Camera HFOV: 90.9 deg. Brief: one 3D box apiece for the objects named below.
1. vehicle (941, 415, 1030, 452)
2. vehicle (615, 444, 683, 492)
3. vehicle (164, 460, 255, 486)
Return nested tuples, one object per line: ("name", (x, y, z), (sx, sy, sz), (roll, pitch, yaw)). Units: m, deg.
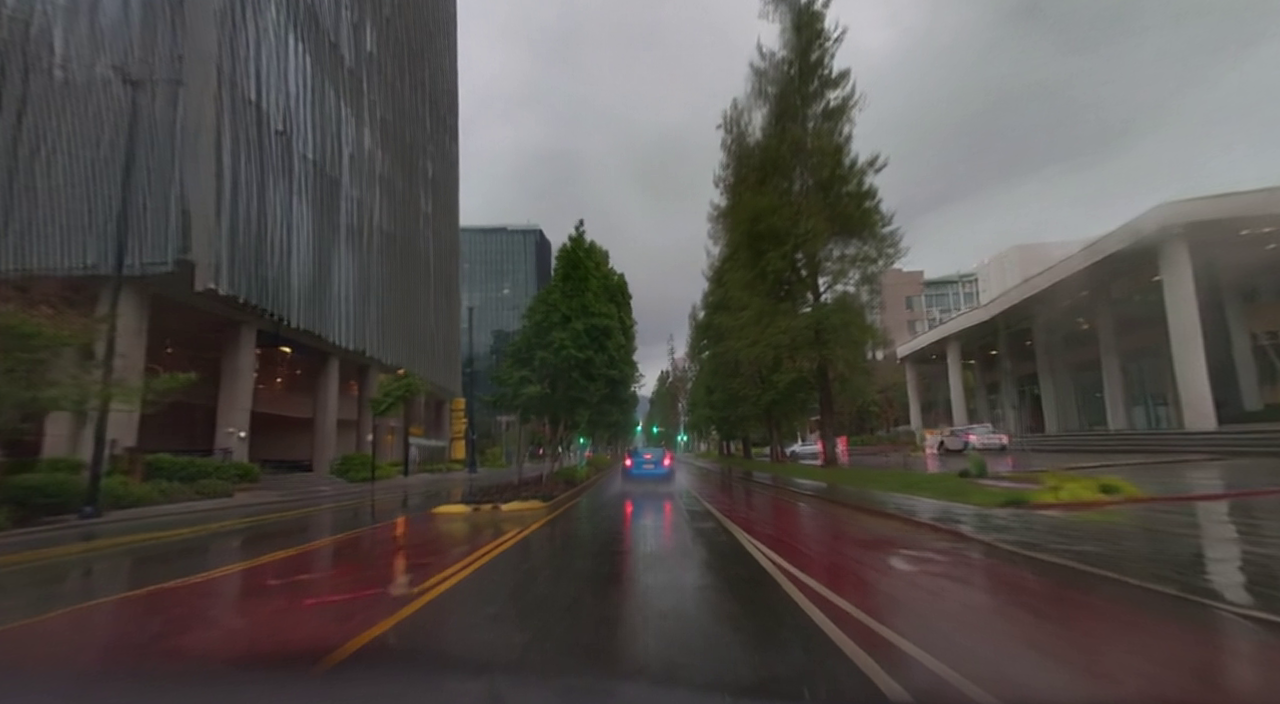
("vehicle", (15.535, 3.749, 28.596), (1.979, 1.460, 3.848), (-1, -10, 3))
("vehicle", (0.279, 3.879, 21.402), (2.063, 1.442, 4.135), (0, -9, 0))
("vehicle", (-30.159, 8.438, 44.208), (4.962, 1.561, 1.997), (7, -11, -39))
